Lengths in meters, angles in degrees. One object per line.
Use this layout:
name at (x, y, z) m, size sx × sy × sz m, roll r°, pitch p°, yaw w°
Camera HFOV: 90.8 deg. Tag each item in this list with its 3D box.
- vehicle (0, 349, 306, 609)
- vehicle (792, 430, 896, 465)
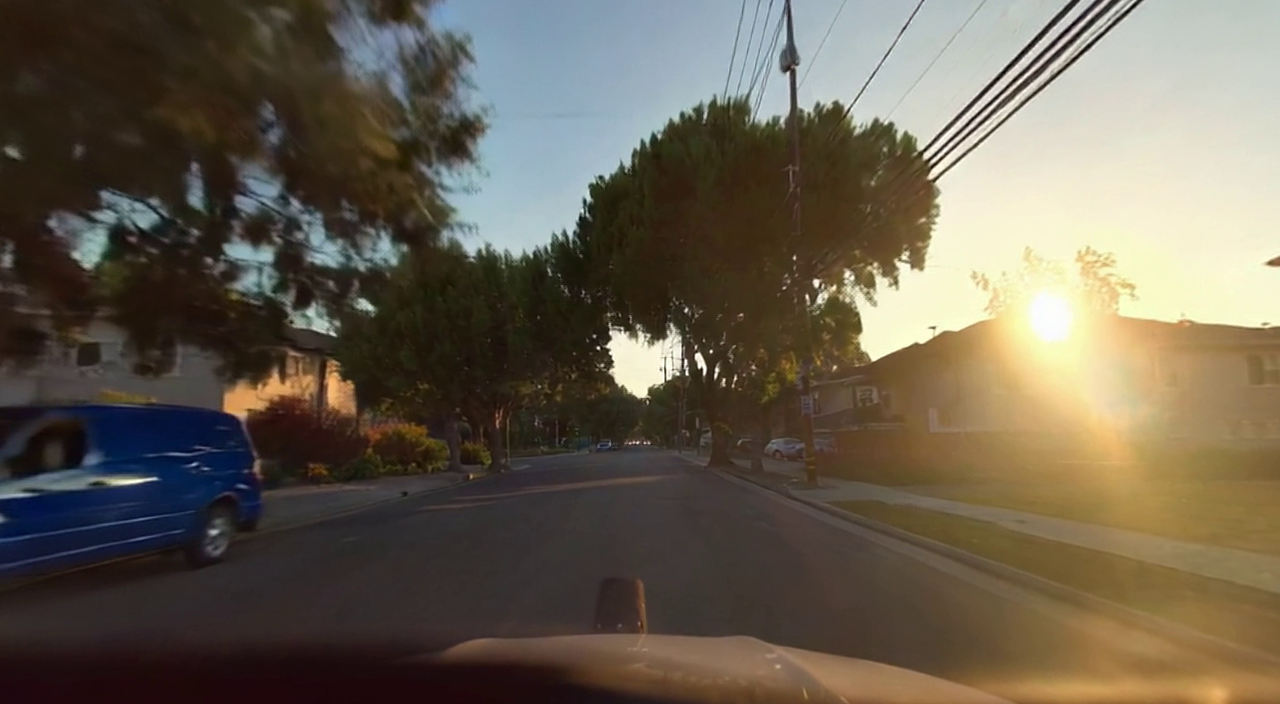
vehicle at (-5.812, 1.159, 6.002) m, size 2.263 × 1.915 × 5.071 m, roll -2°, pitch -9°, yaw 3°
vehicle at (10.873, 5.139, 33.914) m, size 4.902 × 1.794 × 1.975 m, roll -1°, pitch -8°, yaw 3°
